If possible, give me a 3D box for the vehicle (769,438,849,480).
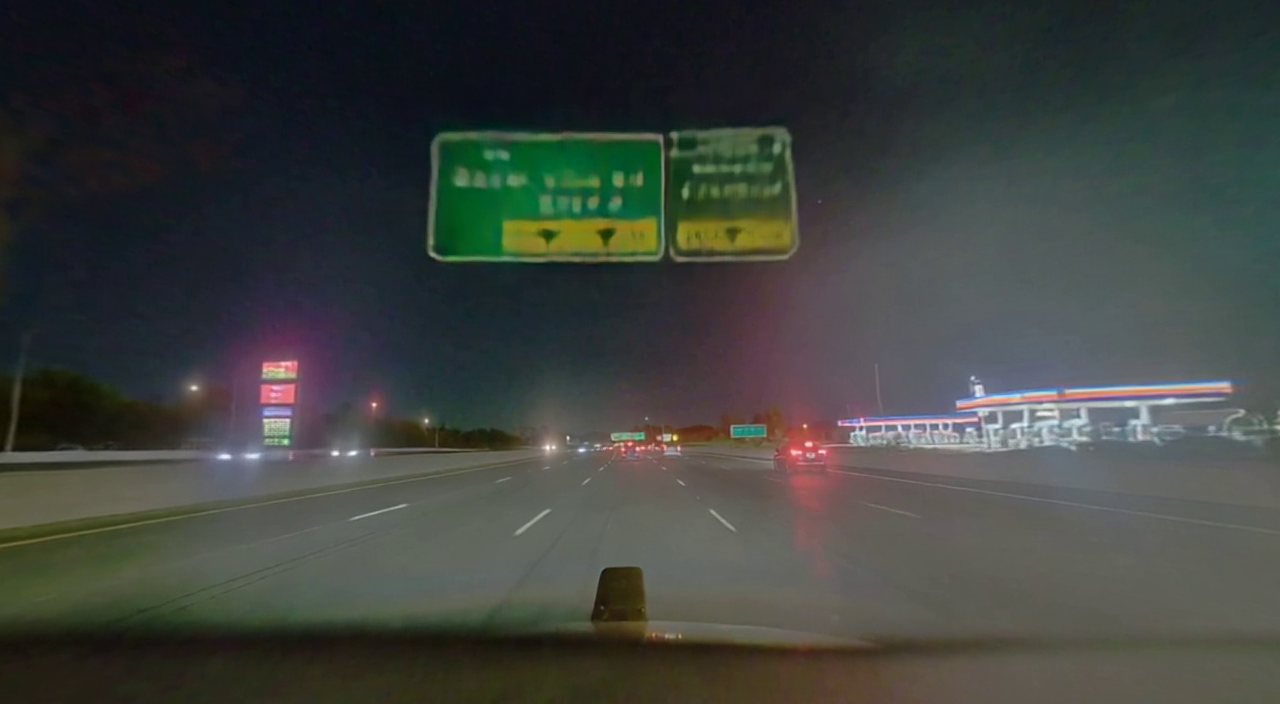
[{"bbox_3d":[6.365,4.073,24.258,1.867,1.463,4.295,0,-8,0],"label":"vehicle"}]

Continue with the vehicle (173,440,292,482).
[{"bbox_3d":[-15.389,4.107,24.115,1.848,1.429,4.039,0,-8,0],"label":"vehicle"}]

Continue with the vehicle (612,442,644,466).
[{"bbox_3d":[-0.795,6.622,41.099,1.999,1.473,4.351,0,-8,-2],"label":"vehicle"}]
